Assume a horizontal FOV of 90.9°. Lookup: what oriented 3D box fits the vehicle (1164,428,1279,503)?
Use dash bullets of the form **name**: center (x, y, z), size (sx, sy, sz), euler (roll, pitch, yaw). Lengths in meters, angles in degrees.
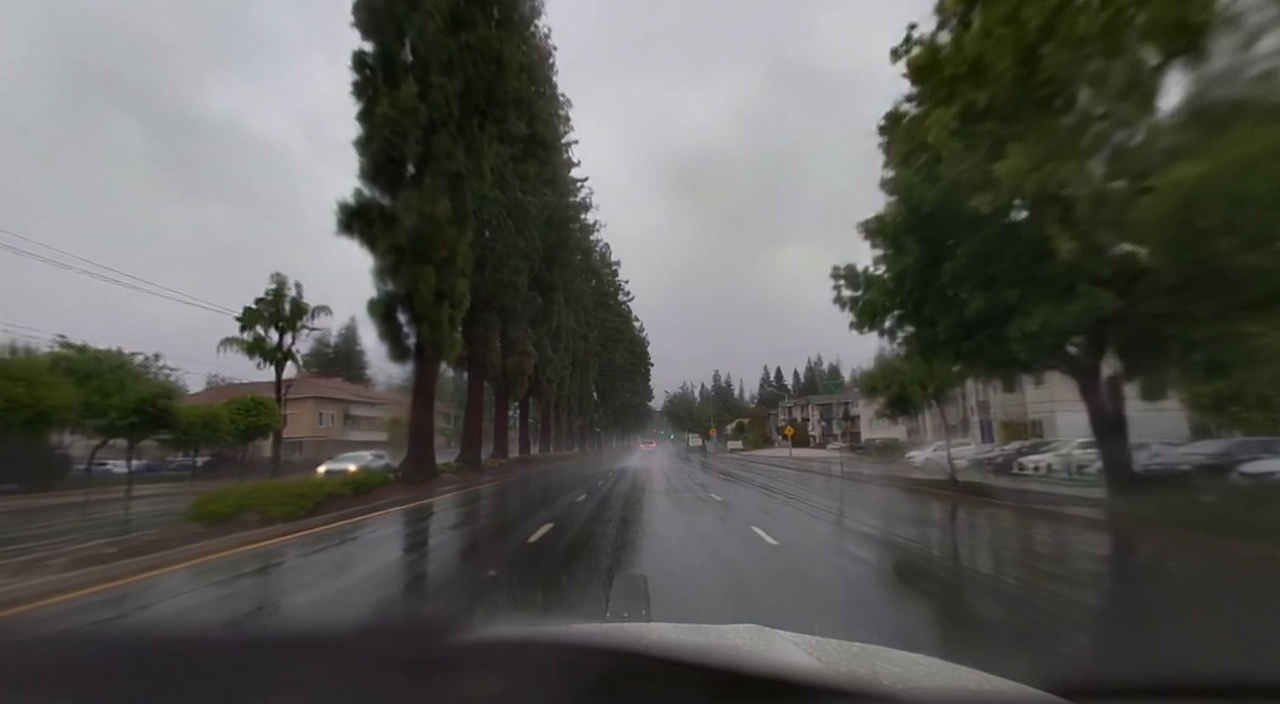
- **vehicle**: center (15.377, 2.635, 14.791), size (4.350, 1.631, 1.954), euler (0, -8, 0)
